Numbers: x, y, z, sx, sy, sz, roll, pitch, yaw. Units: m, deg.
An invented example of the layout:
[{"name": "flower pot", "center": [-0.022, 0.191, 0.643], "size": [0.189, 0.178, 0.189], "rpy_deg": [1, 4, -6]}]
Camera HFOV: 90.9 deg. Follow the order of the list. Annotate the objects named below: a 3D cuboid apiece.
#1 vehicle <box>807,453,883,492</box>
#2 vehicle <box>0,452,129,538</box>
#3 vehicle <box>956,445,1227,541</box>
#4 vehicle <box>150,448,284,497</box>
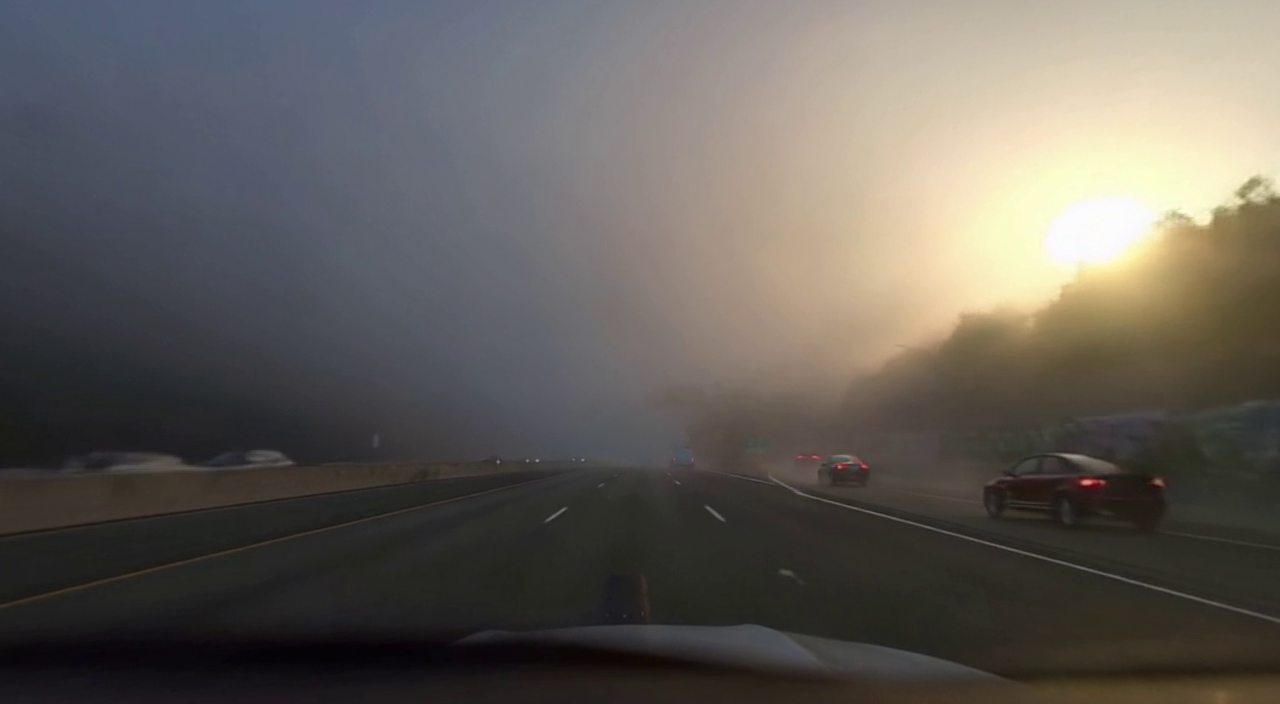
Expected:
[{"name": "vehicle", "center": [8.582, 5.039, 26.788], "size": [1.842, 1.475, 4.479], "rpy_deg": [0, -9, 2]}, {"name": "vehicle", "center": [-11.928, 2.512, 11.166], "size": [1.957, 1.454, 4.414], "rpy_deg": [0, -9, 1]}, {"name": "vehicle", "center": [8.278, 2.587, 12.251], "size": [1.907, 1.495, 4.517], "rpy_deg": [0, -9, 0]}, {"name": "vehicle", "center": [-15.955, 4.543, 24.107], "size": [2.031, 1.693, 4.355], "rpy_deg": [0, -9, 1]}]
